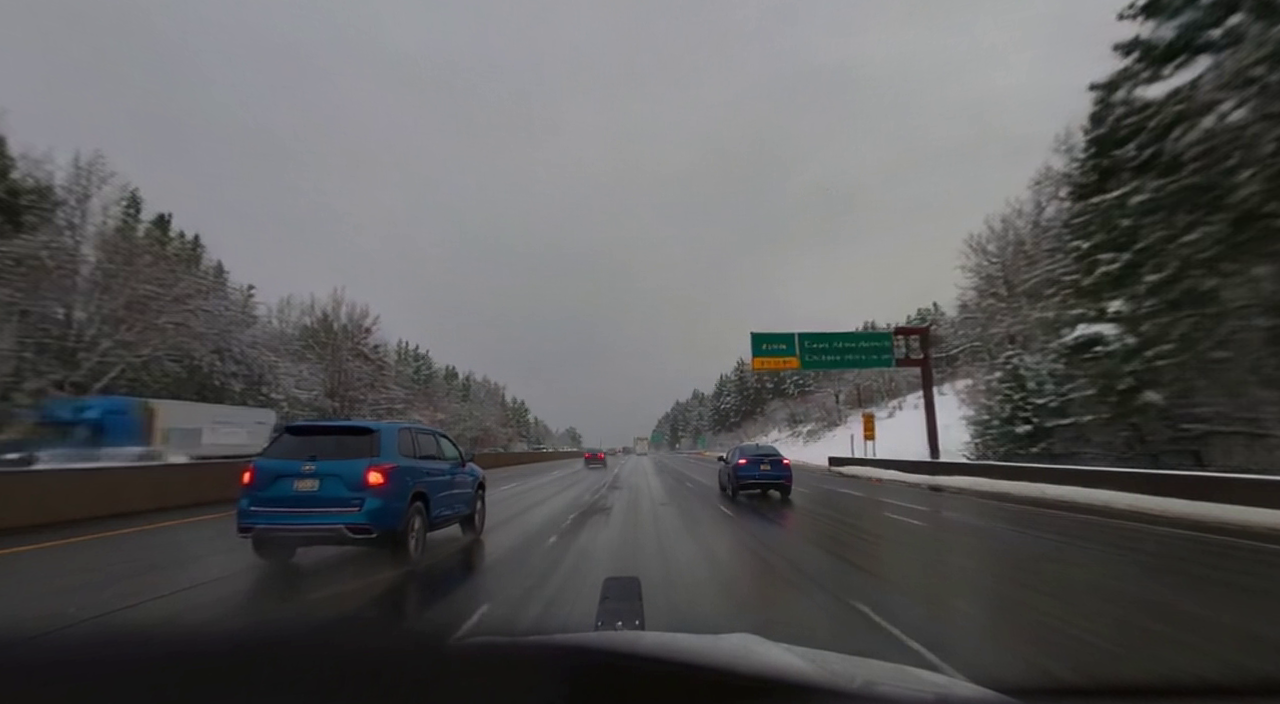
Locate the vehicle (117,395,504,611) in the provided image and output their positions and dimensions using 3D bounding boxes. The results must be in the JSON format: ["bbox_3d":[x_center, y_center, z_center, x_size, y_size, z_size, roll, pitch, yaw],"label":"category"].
[{"bbox_3d":[-3.203,1.568,7.482,2.137,1.756,4.453,0,-8,0],"label":"vehicle"}]

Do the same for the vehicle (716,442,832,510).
[{"bbox_3d":[3.211,3.044,15.988,1.979,1.486,4.125,1,-8,-1],"label":"vehicle"}]

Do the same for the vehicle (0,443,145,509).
[{"bbox_3d":[-18.217,3.632,18.986,2.096,1.754,5.401,0,-8,1],"label":"vehicle"}]
